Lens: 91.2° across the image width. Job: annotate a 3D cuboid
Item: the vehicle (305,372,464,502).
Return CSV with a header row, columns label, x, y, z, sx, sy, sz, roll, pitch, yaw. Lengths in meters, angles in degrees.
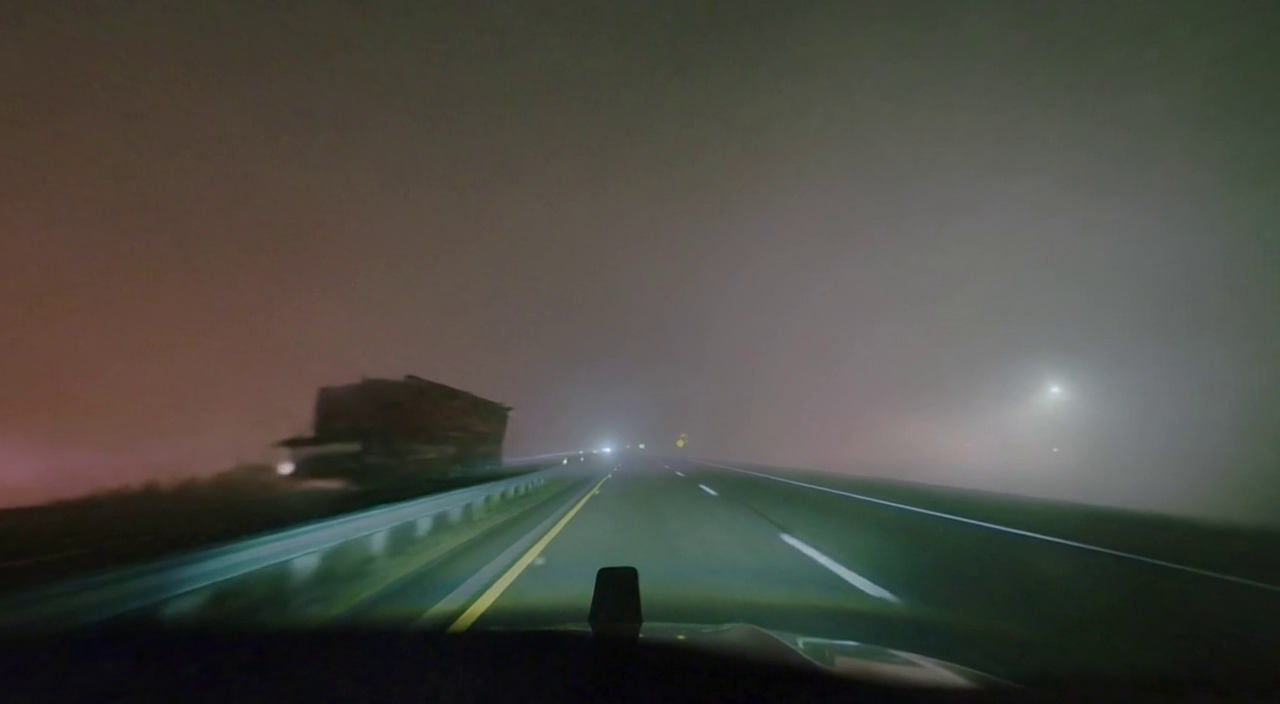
label,x,y,z,sx,sy,sz,roll,pitch,yaw
vehicle,-8.765,3.077,22.489,3.106,3.995,5.903,0,-9,0
